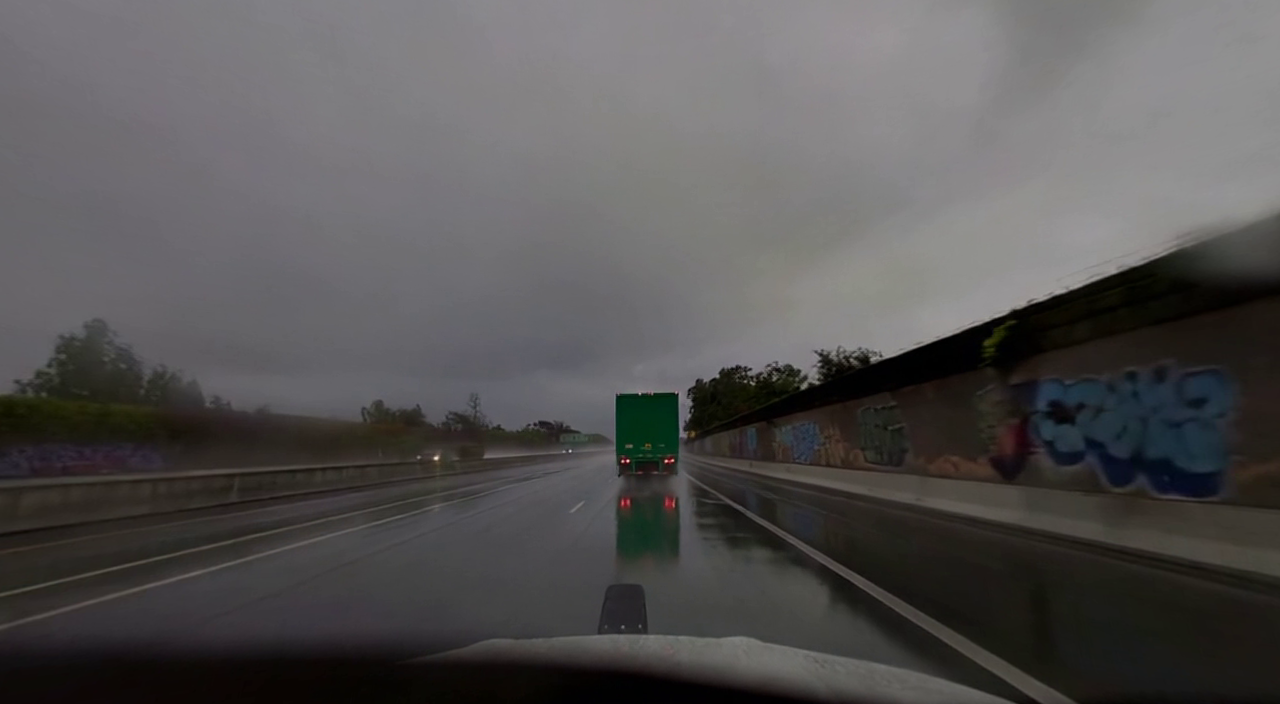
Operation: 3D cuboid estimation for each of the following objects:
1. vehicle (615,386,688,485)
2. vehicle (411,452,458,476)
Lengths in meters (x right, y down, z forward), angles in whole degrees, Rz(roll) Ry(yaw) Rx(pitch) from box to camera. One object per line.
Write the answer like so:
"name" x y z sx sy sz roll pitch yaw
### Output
"vehicle" 0.263 4.142 30.355 2.900 3.955 10.151 0 -9 -2
"vehicle" -15.848 8.648 48.848 2.153 1.701 4.394 0 -9 0
